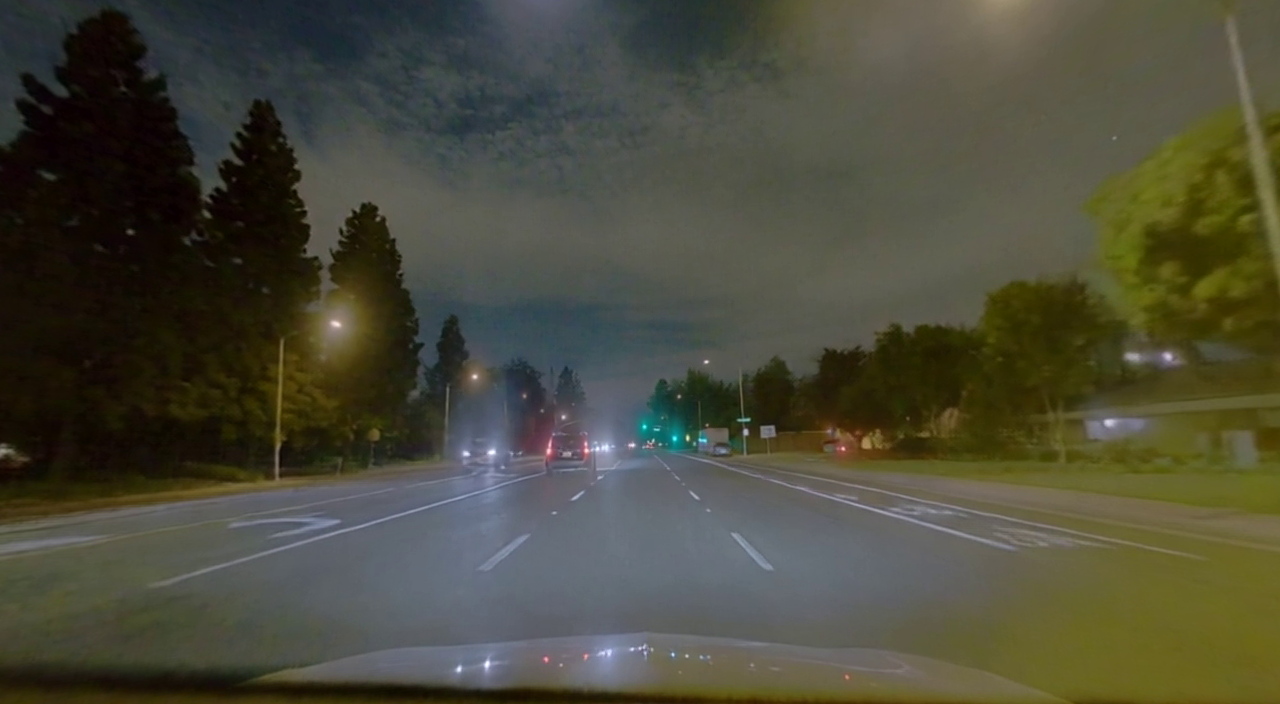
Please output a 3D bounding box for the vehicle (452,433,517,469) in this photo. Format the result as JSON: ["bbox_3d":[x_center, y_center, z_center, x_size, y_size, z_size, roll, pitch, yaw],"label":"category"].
[{"bbox_3d":[-9.094,5.843,37.426,2.302,1.969,5.769,0,-8,1],"label":"vehicle"}]

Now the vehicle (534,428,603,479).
[{"bbox_3d":[-2.791,4.107,25.756,2.179,1.851,4.756,0,-8,1],"label":"vehicle"}]
